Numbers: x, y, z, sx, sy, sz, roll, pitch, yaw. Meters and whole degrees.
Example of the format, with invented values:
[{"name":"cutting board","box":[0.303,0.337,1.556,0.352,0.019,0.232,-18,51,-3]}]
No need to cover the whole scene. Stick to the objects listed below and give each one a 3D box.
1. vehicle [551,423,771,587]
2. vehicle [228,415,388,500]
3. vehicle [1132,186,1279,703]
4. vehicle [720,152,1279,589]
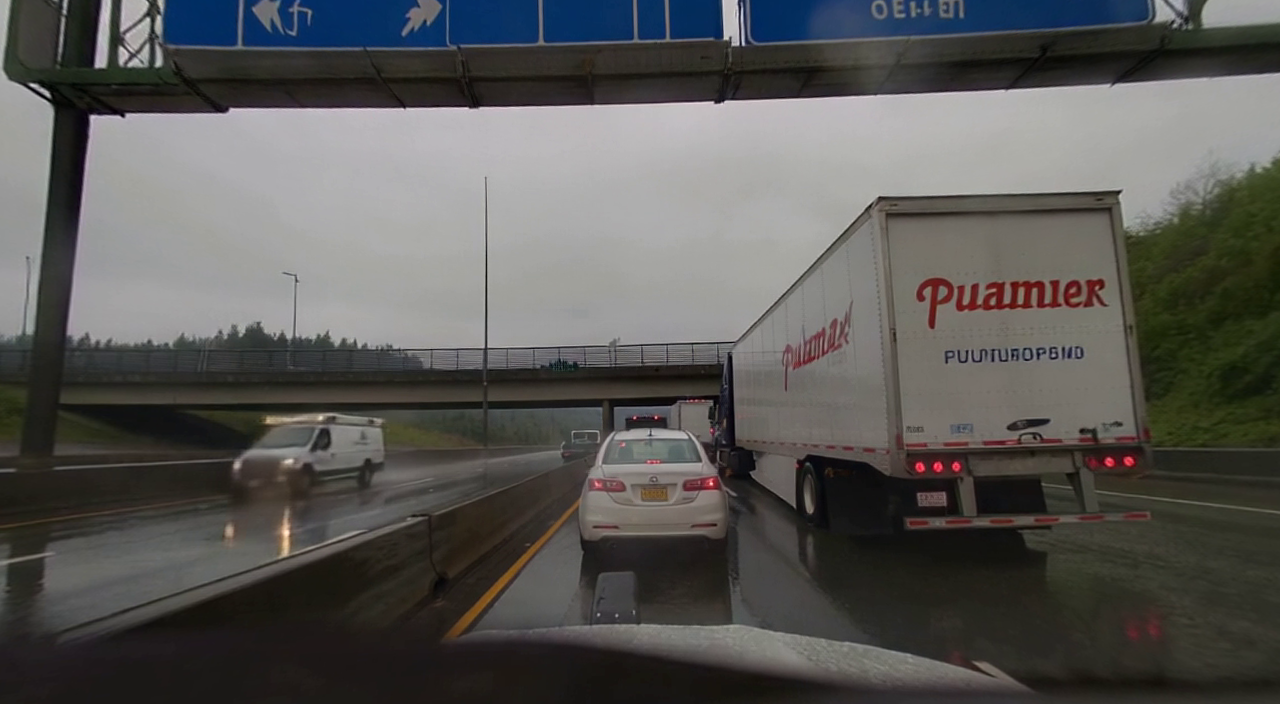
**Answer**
[{"name":"vehicle","box":[0.180,1.681,7.712,2.045,1.490,3.597,-1,-8,0]},{"name":"vehicle","box":[-12.360,3.971,24.247,2.524,2.800,6.564,-1,-8,1]},{"name":"vehicle","box":[4.730,0.116,0.643,2.892,2.615,6.650,0,-8,-2]},{"name":"vehicle","box":[4.197,1.067,12.962,2.827,4.081,14.305,0,-8,-2]}]
